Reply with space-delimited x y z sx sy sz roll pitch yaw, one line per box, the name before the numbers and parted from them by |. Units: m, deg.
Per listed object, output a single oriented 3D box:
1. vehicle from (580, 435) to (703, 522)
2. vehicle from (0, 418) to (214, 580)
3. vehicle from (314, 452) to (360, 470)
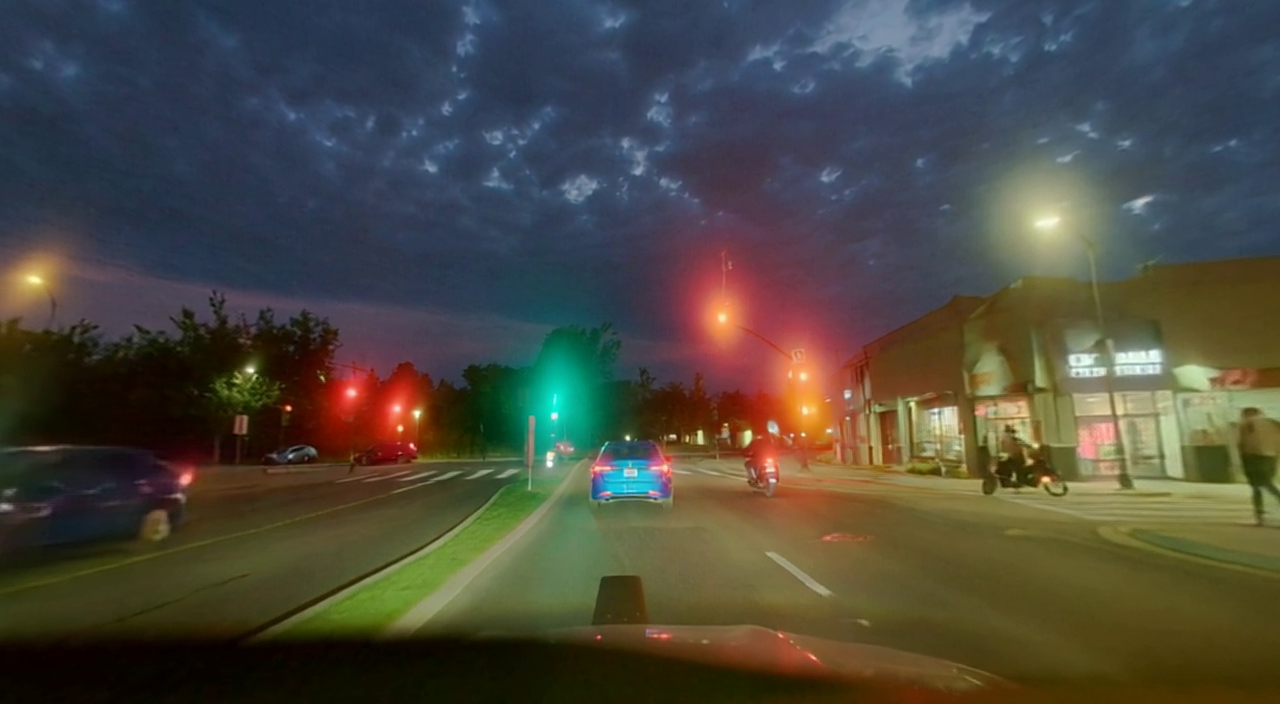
vehicle | -0.061 2.495 12.967 2.118 1.480 3.949 0 -9 -3
vehicle | -7.730 1.721 7.753 1.993 1.692 4.226 0 -9 0
vehicle | -22.976 8.245 47.853 1.433 1.269 2.779 -5 -10 29
